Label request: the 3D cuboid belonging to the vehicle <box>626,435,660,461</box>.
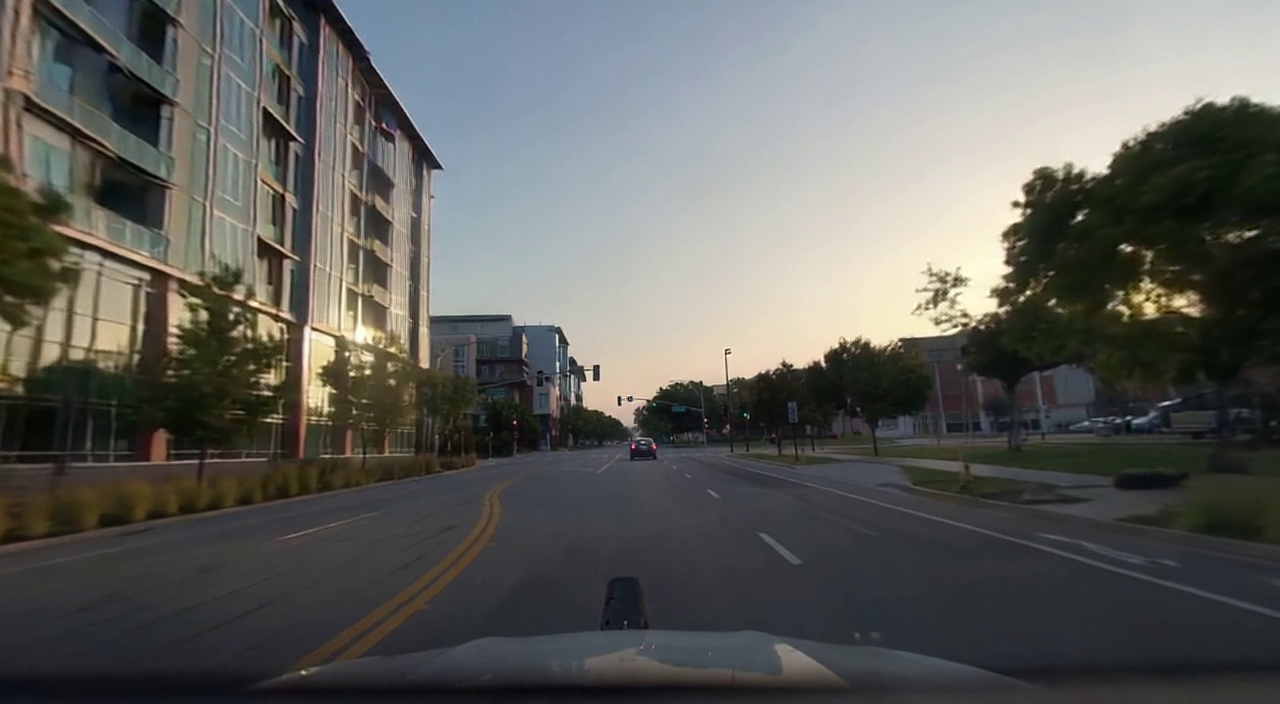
[{"bbox_3d":[0.160,6.422,42.314,2.184,1.640,4.086,0,-8,-1],"label":"vehicle"}]
